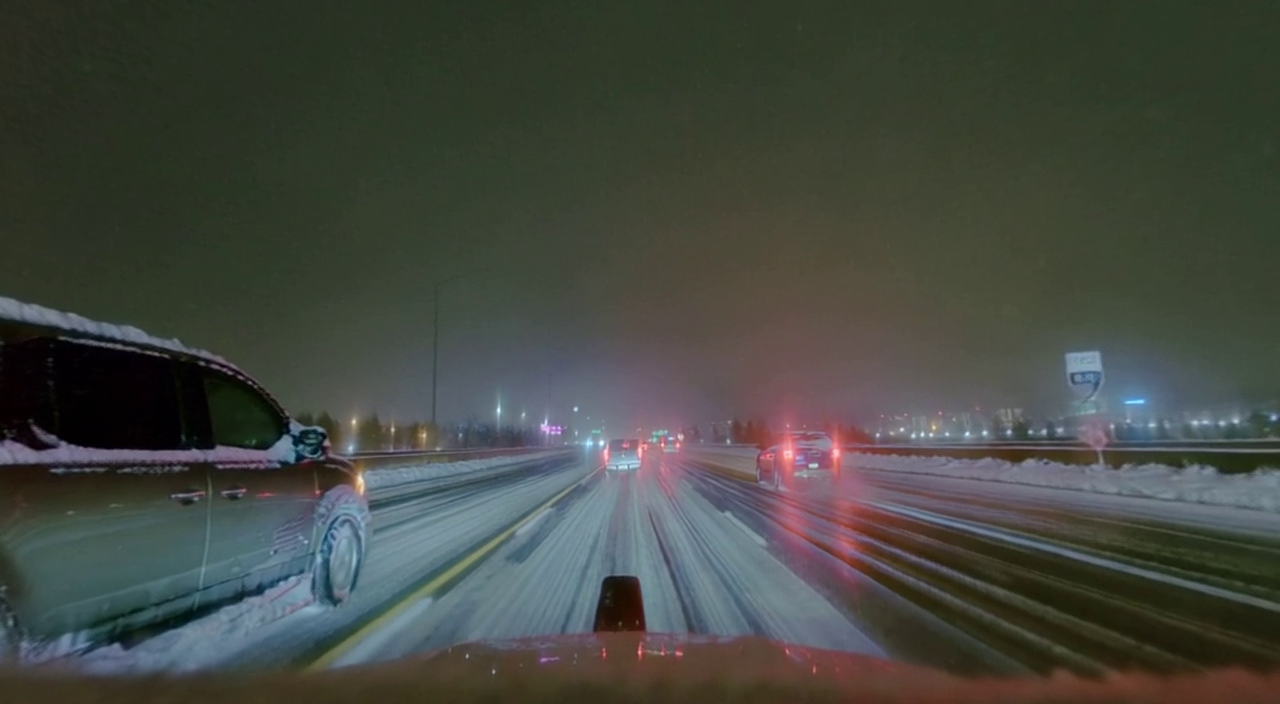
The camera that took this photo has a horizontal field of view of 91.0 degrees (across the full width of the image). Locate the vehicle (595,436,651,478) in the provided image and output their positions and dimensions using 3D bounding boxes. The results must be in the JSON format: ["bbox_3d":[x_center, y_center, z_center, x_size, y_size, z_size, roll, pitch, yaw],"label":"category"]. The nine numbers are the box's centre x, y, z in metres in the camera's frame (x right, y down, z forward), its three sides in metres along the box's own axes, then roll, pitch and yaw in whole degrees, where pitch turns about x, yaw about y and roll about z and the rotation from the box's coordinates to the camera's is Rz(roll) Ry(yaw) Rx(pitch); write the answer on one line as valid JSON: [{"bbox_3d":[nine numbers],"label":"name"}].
[{"bbox_3d":[-0.658,4.351,26.331,2.147,1.576,3.964,0,-8,0],"label":"vehicle"}]
